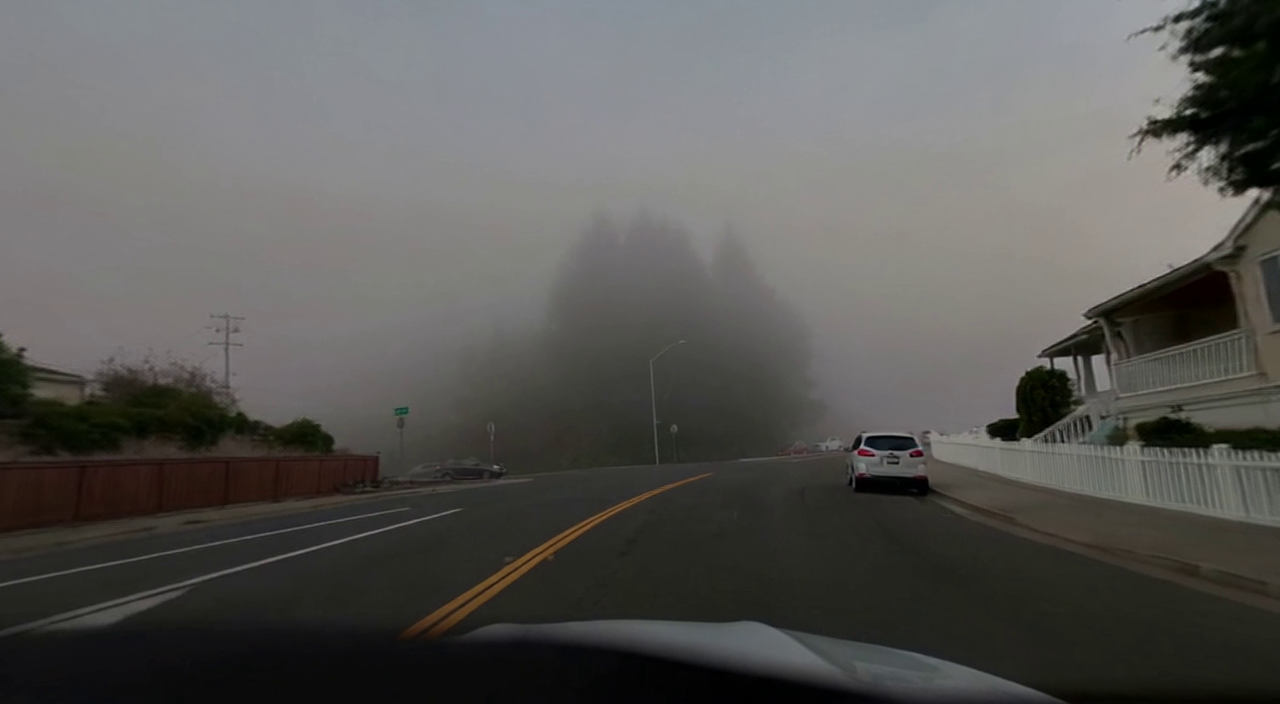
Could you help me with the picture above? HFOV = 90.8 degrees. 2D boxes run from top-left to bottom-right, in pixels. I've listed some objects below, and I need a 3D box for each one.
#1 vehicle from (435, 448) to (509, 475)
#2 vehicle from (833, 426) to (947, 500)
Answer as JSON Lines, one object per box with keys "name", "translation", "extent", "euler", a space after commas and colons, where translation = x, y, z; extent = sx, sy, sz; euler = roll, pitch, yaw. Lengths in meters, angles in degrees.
{"name": "vehicle", "translation": [-10.806, 7.018, 40.717], "extent": [4.270, 1.683, 1.984], "euler": [-4, -9, 24]}
{"name": "vehicle", "translation": [6.585, 2.941, 17.179], "extent": [2.105, 1.705, 4.392], "euler": [-2, -9, 12]}
